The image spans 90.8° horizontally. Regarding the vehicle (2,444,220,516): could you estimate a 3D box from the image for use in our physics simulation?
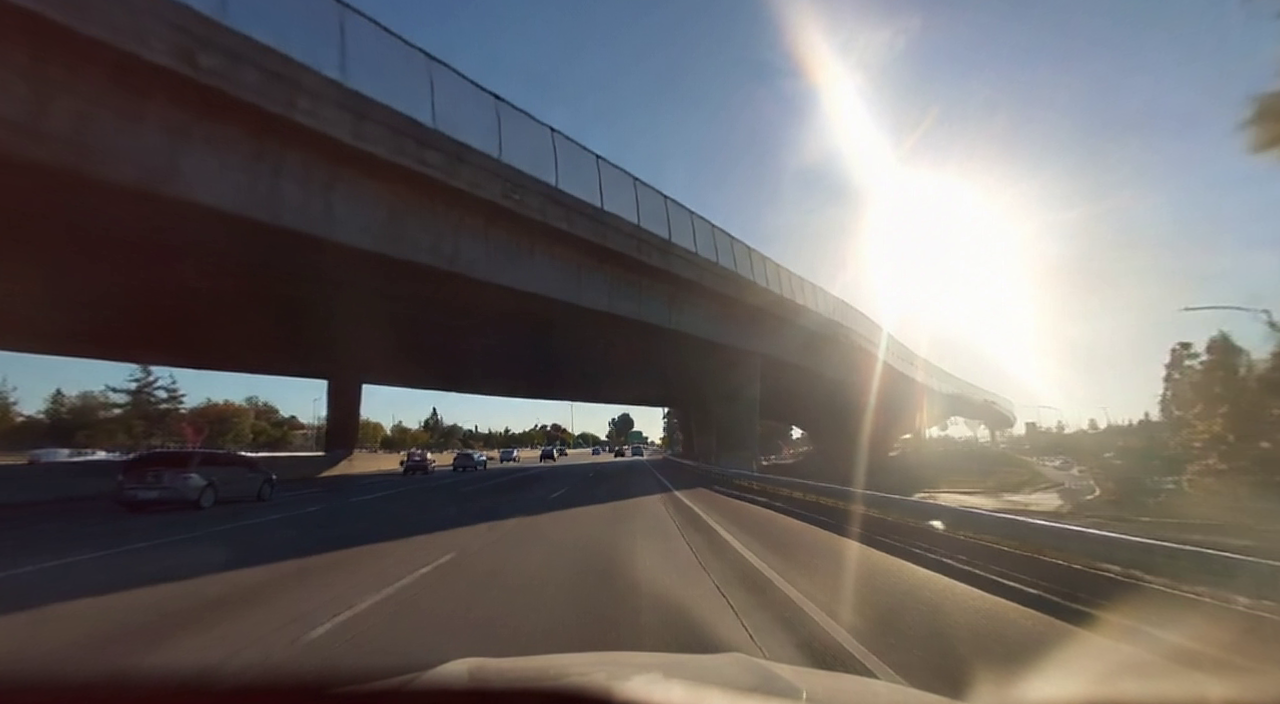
[{"bbox_3d":[-12.952,3.109,15.955,1.829,1.520,4.505,1,-9,-5],"label":"vehicle"}]

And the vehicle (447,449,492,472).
[{"bbox_3d":[-12.110,7.693,45.070,2.271,1.537,4.029,0,-9,-3],"label":"vehicle"}]
